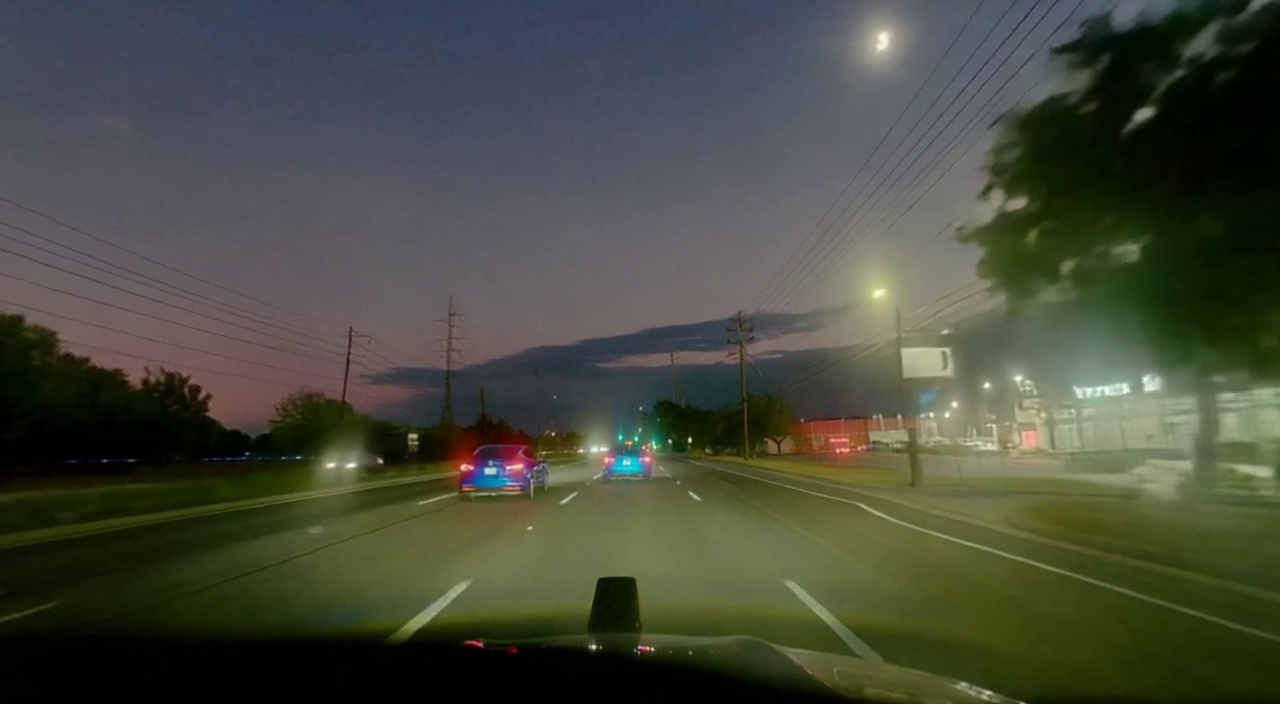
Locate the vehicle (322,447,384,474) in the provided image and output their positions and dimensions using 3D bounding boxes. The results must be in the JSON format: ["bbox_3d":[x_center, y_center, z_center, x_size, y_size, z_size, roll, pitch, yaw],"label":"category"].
[{"bbox_3d":[-19.482,7.387,43.154,2.040,1.696,4.591,0,-8,0],"label":"vehicle"}]

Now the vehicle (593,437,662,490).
[{"bbox_3d":[-0.395,3.809,21.995,2.189,1.652,4.135,0,-8,0],"label":"vehicle"}]

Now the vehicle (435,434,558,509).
[{"bbox_3d":[-3.475,2.987,16.358,1.985,1.607,4.892,0,-8,1],"label":"vehicle"}]
